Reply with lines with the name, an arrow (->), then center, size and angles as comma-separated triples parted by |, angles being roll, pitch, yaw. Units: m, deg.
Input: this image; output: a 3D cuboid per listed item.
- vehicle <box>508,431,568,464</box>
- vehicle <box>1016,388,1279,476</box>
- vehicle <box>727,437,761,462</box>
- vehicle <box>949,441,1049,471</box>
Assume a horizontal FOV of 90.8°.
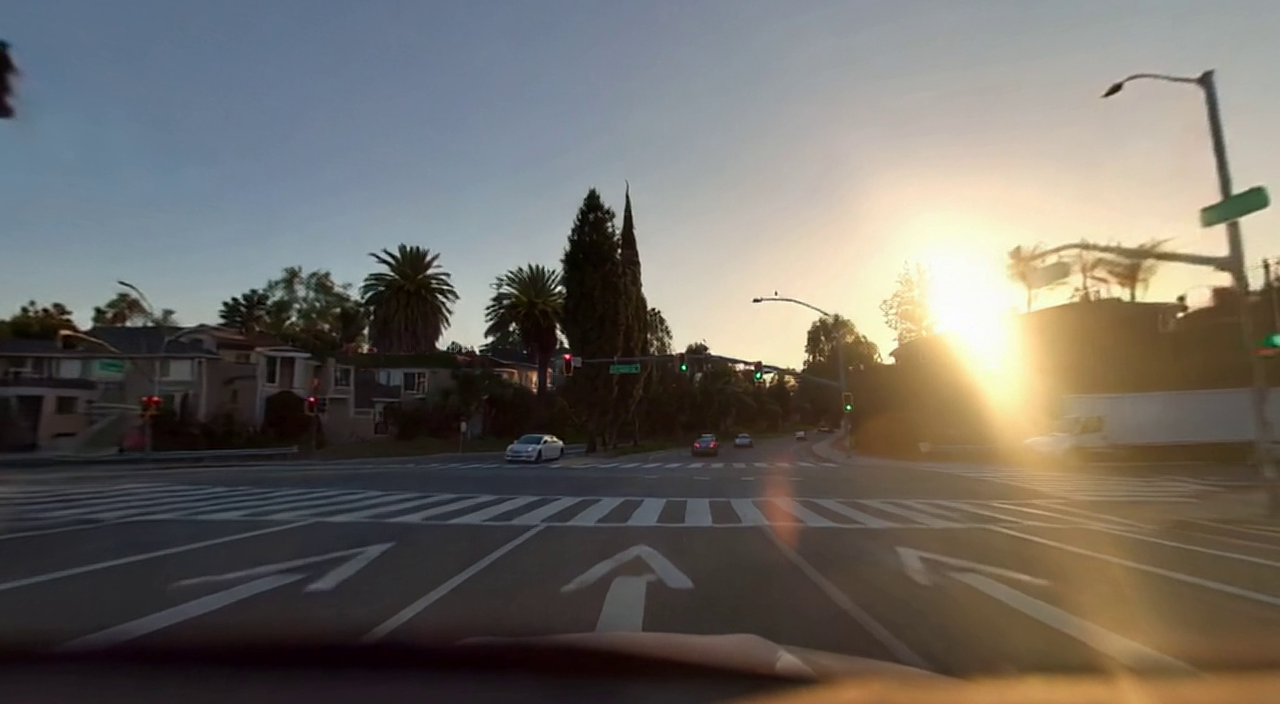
vehicle -> -6.278, 5.977, 39.416 | 2.296, 1.798, 5.303 | -5, -9, 6
vehicle -> 23.465, 3.424, 26.712 | 12.701, 3.428, 3.061 | -1, -9, 5
vehicle -> 7.487, 6.989, 45.389 | 2.255, 1.708, 4.328 | -2, -9, 9
vehicle -> 20.041, 5.771, 35.353 | 4.580, 1.557, 2.023 | -6, -11, 35
